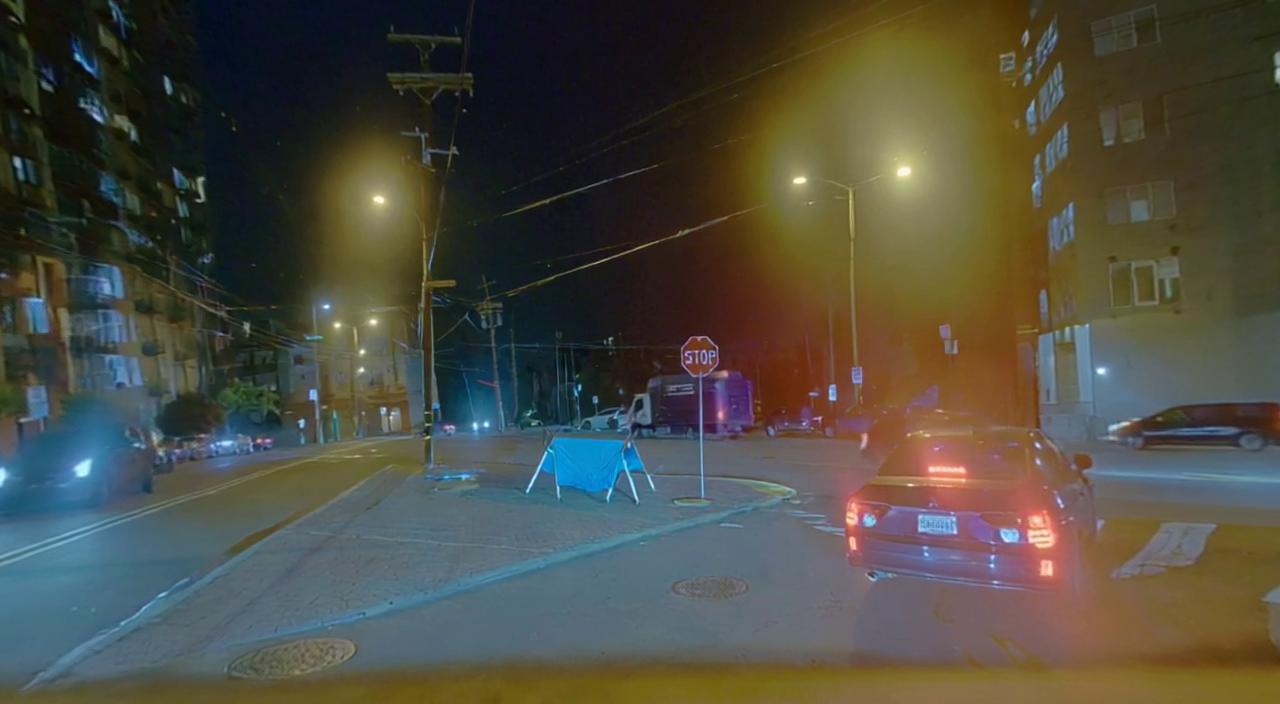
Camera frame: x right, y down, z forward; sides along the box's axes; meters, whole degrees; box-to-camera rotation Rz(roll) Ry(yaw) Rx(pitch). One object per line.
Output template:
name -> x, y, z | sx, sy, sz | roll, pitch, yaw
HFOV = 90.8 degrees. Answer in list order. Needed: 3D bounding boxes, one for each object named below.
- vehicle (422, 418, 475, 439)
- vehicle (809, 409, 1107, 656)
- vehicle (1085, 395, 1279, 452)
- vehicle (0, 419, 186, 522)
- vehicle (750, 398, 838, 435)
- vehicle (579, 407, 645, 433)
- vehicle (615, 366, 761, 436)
vehicle -> -14.816, 5.936, 48.787 | 2.089, 1.506, 4.641 | 7, -11, -41
vehicle -> 3.404, 1.550, 6.599 | 1.945, 1.647, 4.160 | -6, -10, 32
vehicle -> 16.116, 2.202, 18.819 | 4.363, 1.511, 1.838 | -8, -11, 41
vehicle -> -11.151, 2.341, 12.932 | 1.987, 1.686, 3.971 | 0, -8, -20
vehicle -> 8.213, 3.542, 34.009 | 4.214, 1.694, 1.805 | -9, -13, 44
vehicle -> -1.815, 4.363, 39.945 | 1.790, 1.468, 4.422 | 7, -11, -41
vehicle -> 2.239, 2.646, 31.856 | 7.172, 3.075, 2.584 | -7, -10, 41
